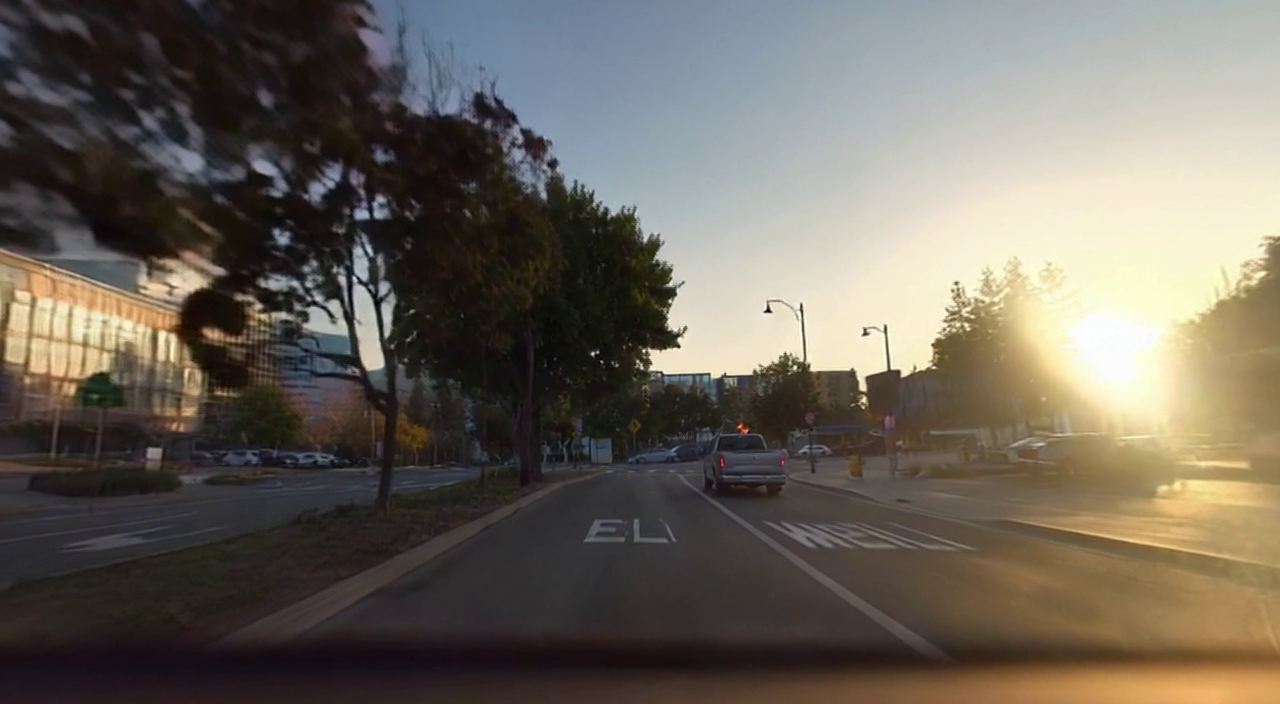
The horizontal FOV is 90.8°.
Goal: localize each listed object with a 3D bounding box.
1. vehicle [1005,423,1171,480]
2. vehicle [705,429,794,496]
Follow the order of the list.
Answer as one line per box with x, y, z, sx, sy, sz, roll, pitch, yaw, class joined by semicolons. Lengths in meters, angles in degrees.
17.593;3.913;25.072;4.765;1.678;2.228;-5;-3;7;vehicle
3.514;3.673;21.477;2.402;1.922;5.677;-1;-8;4;vehicle
